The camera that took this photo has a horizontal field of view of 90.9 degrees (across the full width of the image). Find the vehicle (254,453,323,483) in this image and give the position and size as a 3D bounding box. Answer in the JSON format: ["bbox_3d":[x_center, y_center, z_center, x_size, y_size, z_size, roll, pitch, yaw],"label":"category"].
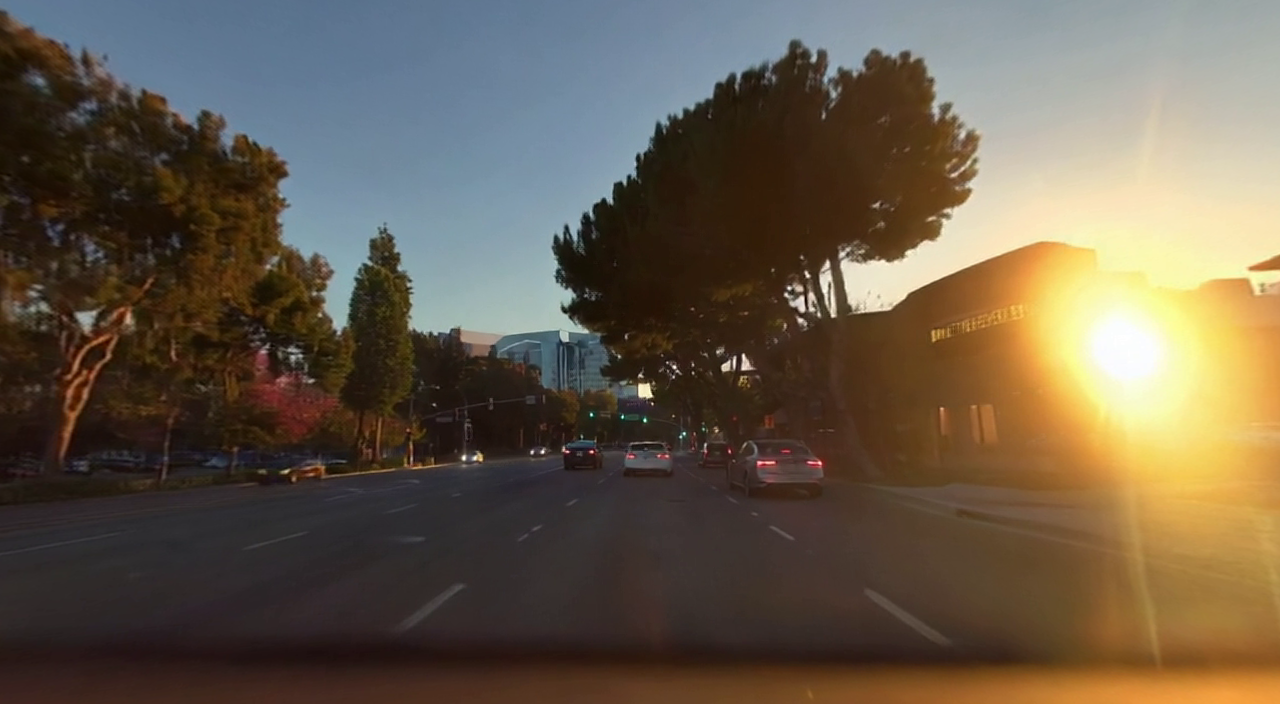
[{"bbox_3d":[-22.649,7.475,40.817,1.898,1.743,4.365,-1,-8,1],"label":"vehicle"}]

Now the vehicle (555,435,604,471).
[{"bbox_3d":[-3.108,5.253,33.073,2.023,1.720,4.452,-1,-8,2],"label":"vehicle"}]

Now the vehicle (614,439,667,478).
[{"bbox_3d":[0.082,4.233,25.304,1.971,1.433,3.923,-1,-8,2],"label":"vehicle"}]

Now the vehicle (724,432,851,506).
[{"bbox_3d":[3.308,2.715,15.084,1.948,1.474,4.360,0,-8,0],"label":"vehicle"}]

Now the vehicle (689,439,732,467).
[{"bbox_3d":[3.934,5.741,36.025,1.913,1.463,4.198,0,-8,-1],"label":"vehicle"}]
